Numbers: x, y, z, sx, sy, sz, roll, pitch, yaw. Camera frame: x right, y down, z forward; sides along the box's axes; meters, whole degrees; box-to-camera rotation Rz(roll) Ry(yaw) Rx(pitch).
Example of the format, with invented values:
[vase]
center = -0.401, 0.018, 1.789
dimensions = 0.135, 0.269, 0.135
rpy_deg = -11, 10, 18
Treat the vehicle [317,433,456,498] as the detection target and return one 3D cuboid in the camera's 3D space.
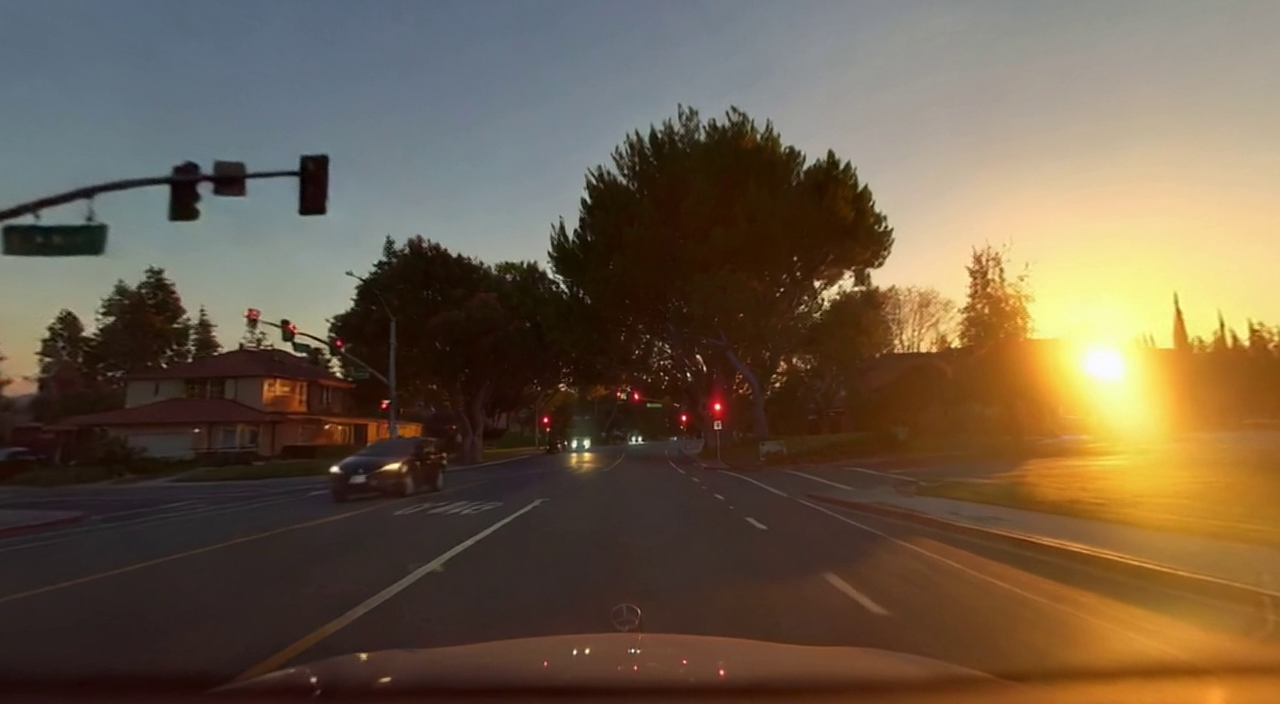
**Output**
[vehicle]
center = -7.707, 3.492, 19.913
dimensions = 2.262, 1.761, 4.966
rpy_deg = 0, -8, 1
